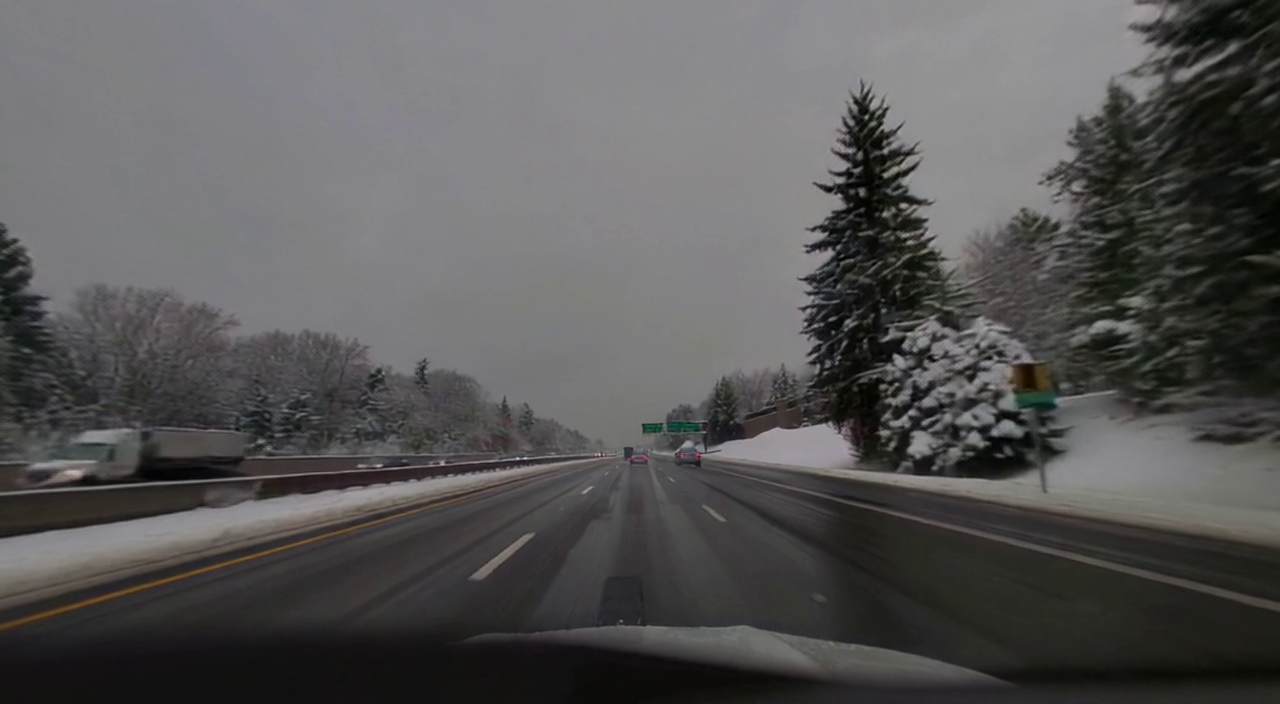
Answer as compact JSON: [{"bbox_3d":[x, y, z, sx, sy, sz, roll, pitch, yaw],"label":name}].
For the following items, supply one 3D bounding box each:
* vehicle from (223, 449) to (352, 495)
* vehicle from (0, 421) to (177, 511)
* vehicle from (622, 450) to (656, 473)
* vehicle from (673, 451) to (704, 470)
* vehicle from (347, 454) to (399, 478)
[{"bbox_3d":[-13.581,4.621,24.754,2.081,1.598,5.088,0,-9,0],"label":"vehicle"},{"bbox_3d":[-19.590,3.773,21.243,2.294,2.582,7.204,0,-9,1],"label":"vehicle"},{"bbox_3d":[-0.118,6.911,39.981,2.065,1.400,4.028,0,-9,-1],"label":"vehicle"},{"bbox_3d":[3.611,8.106,47.211,1.883,1.320,3.386,0,-9,-2],"label":"vehicle"},{"bbox_3d":[-18.246,7.783,43.266,1.747,1.480,4.431,0,-9,-3],"label":"vehicle"}]
